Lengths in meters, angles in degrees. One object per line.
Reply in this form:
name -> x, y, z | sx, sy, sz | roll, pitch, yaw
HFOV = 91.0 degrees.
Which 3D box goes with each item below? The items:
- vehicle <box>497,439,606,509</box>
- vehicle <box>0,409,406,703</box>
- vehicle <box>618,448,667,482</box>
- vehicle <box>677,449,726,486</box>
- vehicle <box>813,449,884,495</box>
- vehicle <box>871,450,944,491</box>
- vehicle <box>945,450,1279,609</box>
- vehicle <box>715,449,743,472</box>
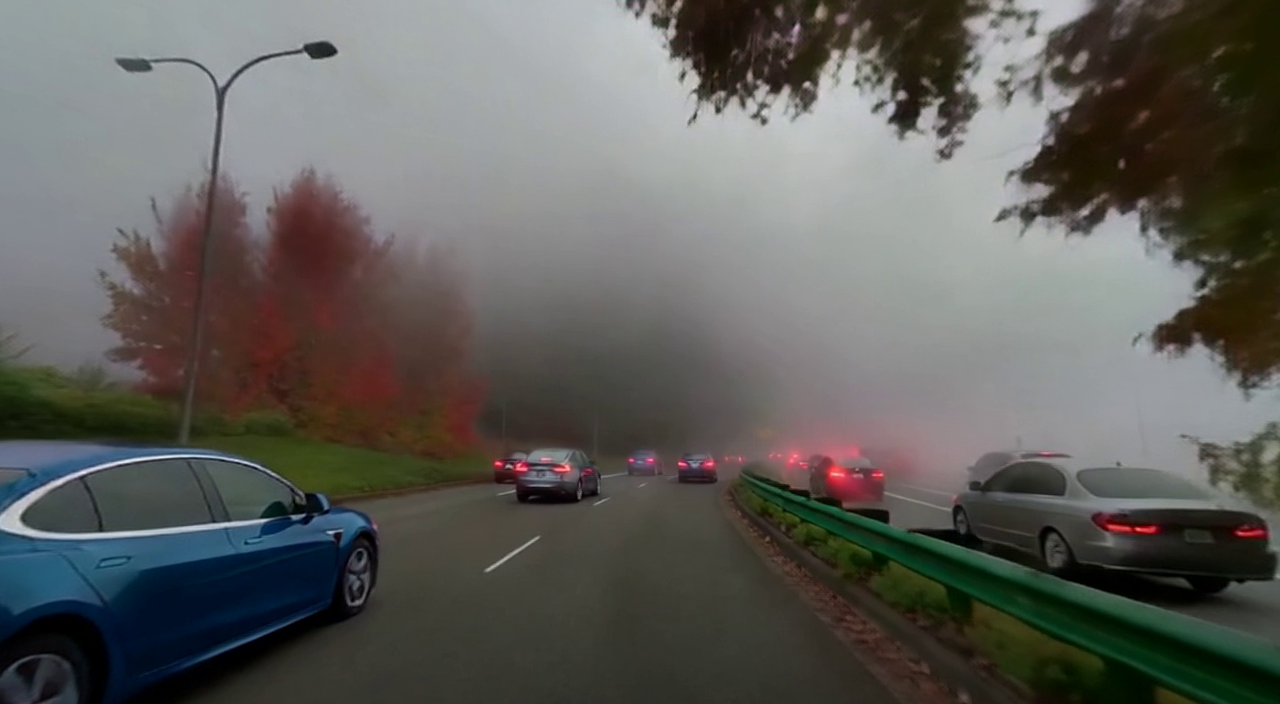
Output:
vehicle -> -2.302, 3.331, 17.705 | 1.979, 1.663, 4.513 | 0, -9, 6
vehicle -> -3.309, 1.202, 3.915 | 1.921, 1.503, 4.317 | 0, -9, 2
vehicle -> 0.214, 5.949, 33.537 | 1.930, 1.635, 4.260 | -1, -9, 9
vehicle -> 2.876, 5.194, 28.744 | 2.015, 1.506, 4.276 | -1, -9, 9
vehicle -> 8.237, 4.727, 25.240 | 1.768, 1.634, 4.064 | 0, -9, 6
vehicle -> 13.073, 5.788, 31.147 | 2.121, 1.777, 4.755 | -1, -9, 8
vehicle -> 6.235, 2.122, 8.632 | 1.869, 1.516, 4.753 | 0, -9, 2
vehicle -> 7.015, 8.453, 49.195 | 1.977, 1.704, 3.841 | -1, -9, 11
